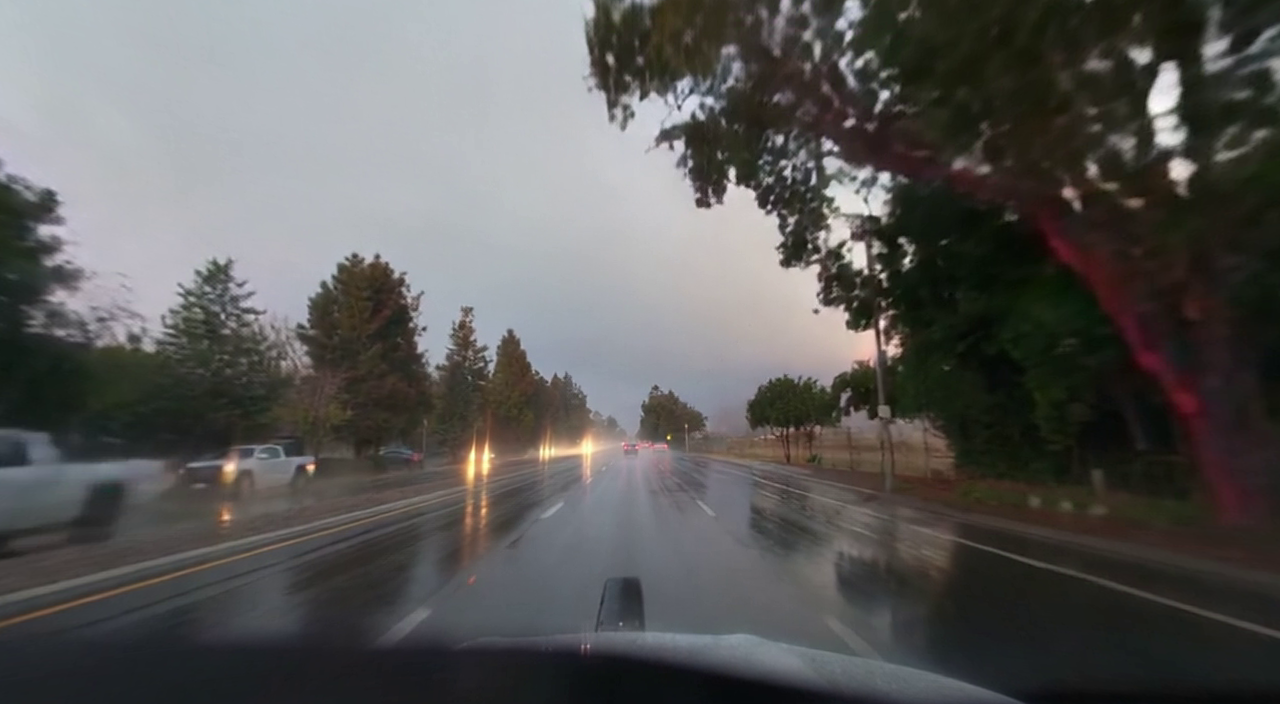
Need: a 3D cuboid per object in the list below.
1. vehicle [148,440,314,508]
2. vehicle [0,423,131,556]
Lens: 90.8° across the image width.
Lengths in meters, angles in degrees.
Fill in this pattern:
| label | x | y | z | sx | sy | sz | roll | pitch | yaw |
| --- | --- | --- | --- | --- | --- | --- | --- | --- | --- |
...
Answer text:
| label | x | y | z | sx | sy | sz | roll | pitch | yaw |
| --- | --- | --- | --- | --- | --- | --- | --- | --- | --- |
| vehicle | -14.369 | 4.235 | 22.780 | 2.251 | 1.972 | 5.672 | -3 | -8 | 0 |
| vehicle | -9.872 | 1.889 | 8.311 | 2.110 | 1.811 | 5.190 | -3 | -9 | -1 |
